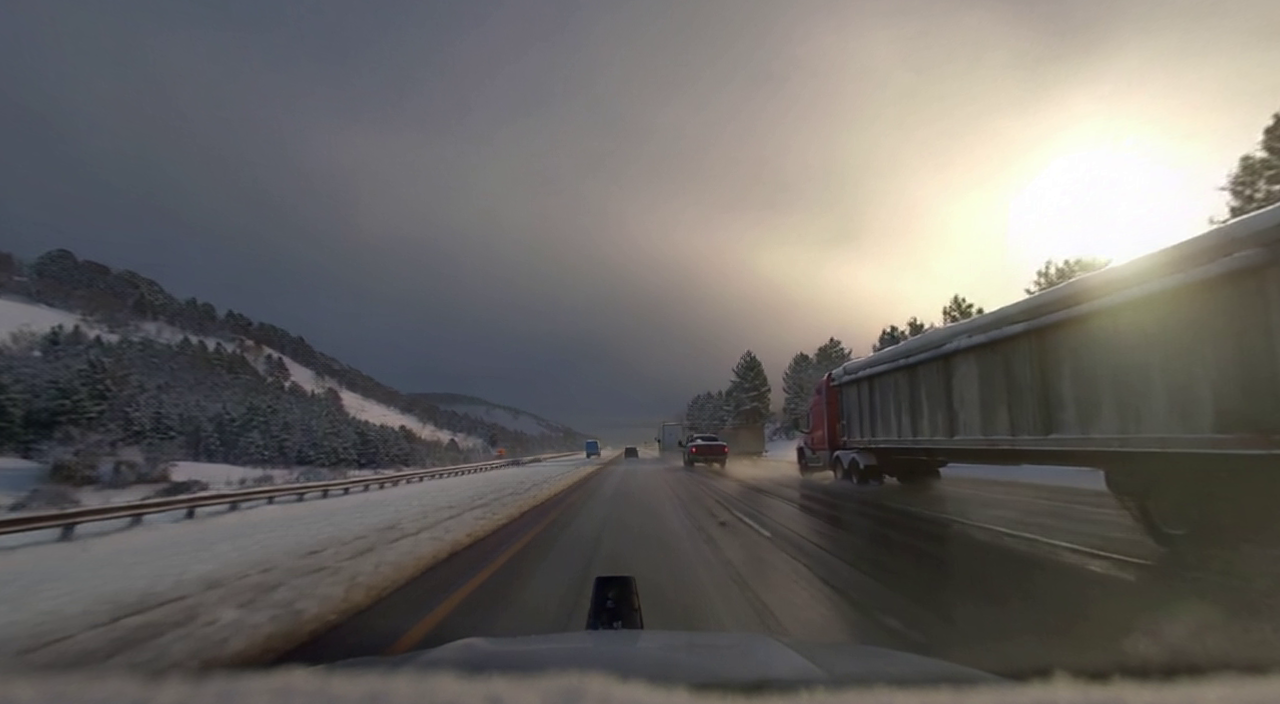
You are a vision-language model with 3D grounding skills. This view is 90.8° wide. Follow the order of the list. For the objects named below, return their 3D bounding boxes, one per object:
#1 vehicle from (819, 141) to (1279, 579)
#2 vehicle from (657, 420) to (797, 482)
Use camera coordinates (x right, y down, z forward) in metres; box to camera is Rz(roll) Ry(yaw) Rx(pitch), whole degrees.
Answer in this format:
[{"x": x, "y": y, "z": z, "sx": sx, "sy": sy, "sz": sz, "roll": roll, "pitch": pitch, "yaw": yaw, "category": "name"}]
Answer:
[{"x": 7.667, "y": 1.194, "z": 13.422, "sx": 2.935, "sy": 4.187, "sz": 16.357, "roll": 0, "pitch": -9, "yaw": 0, "category": "vehicle"}, {"x": 3.272, "y": 3.869, "z": 24.792, "sx": 5.075, "sy": 2.277, "sz": 2.365, "roll": 0, "pitch": -9, "yaw": -2, "category": "vehicle"}]
